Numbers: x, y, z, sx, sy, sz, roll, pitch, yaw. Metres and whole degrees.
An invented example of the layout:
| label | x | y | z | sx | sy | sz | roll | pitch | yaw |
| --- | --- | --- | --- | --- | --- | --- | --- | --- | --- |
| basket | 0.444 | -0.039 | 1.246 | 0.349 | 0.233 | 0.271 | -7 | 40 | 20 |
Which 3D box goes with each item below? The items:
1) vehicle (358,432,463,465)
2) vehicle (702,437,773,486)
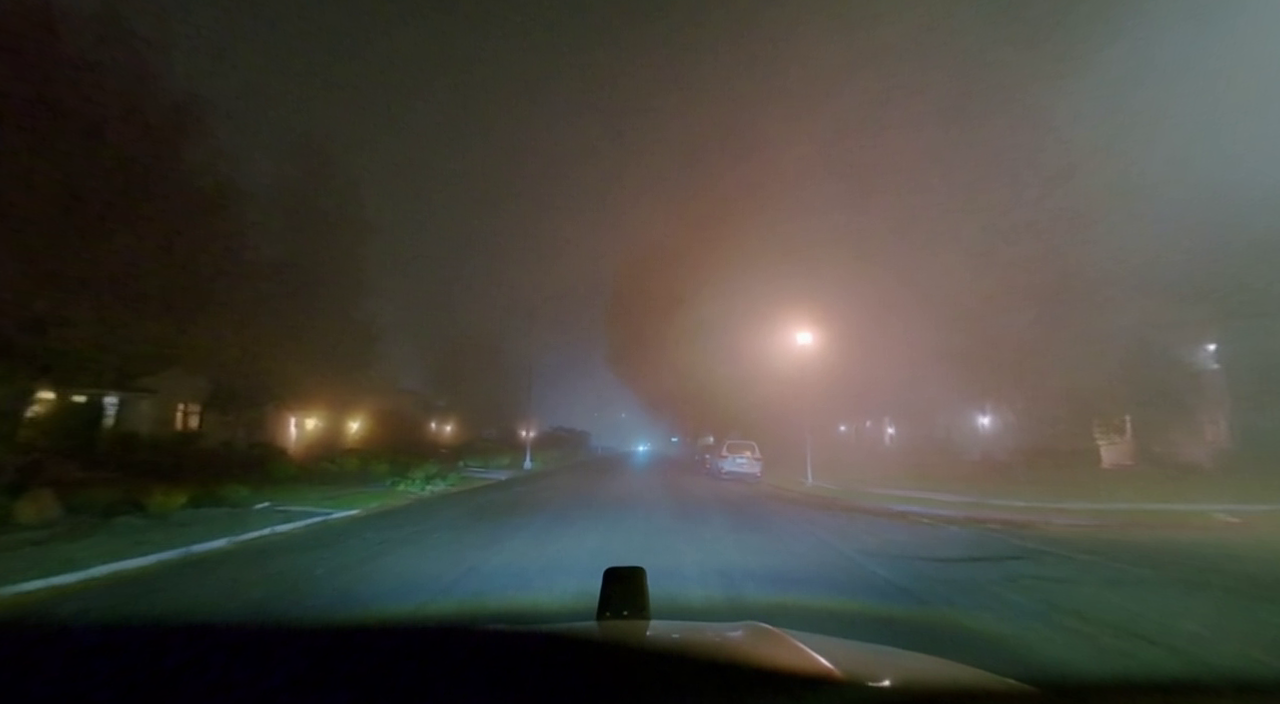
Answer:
| label | x | y | z | sx | sy | sz | roll | pitch | yaw |
| --- | --- | --- | --- | --- | --- | --- | --- | --- | --- |
| vehicle | -12.555 | 5.290 | 34.629 | 4.906 | 1.564 | 1.988 | 1 | -8 | 6 |
| vehicle | 3.787 | 4.331 | 25.245 | 2.046 | 1.760 | 4.570 | 0 | -8 | -1 |
